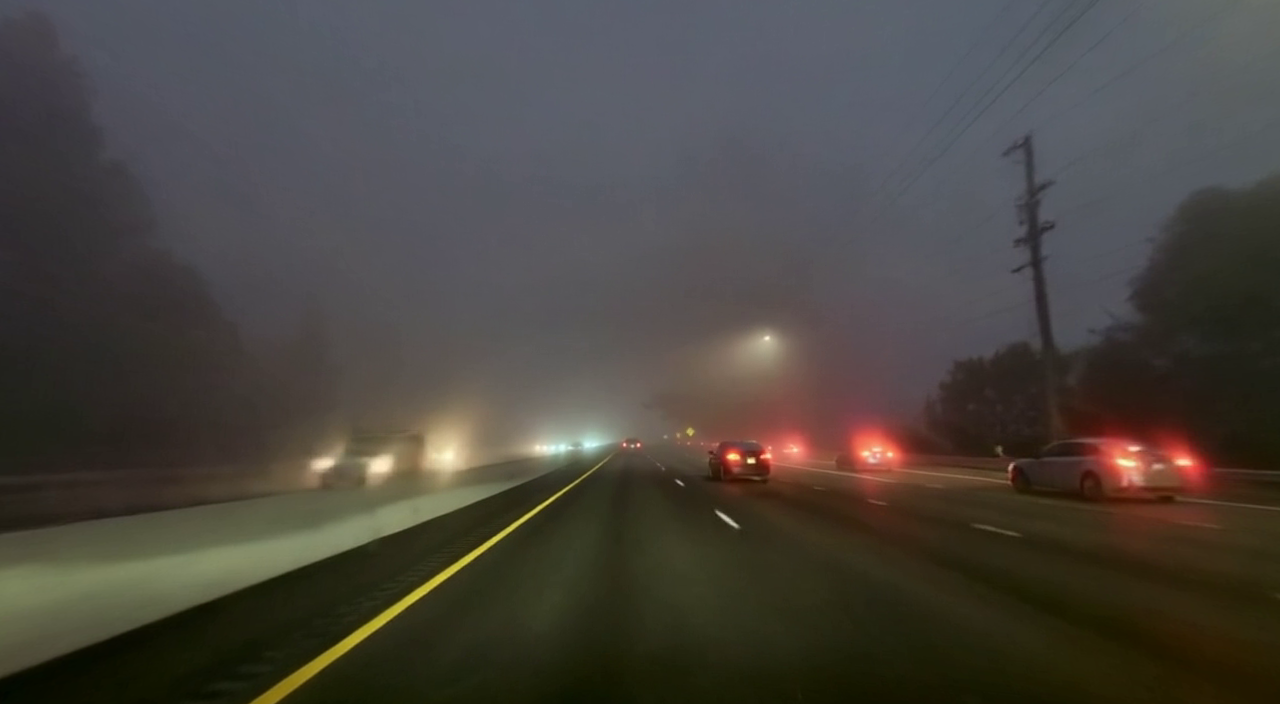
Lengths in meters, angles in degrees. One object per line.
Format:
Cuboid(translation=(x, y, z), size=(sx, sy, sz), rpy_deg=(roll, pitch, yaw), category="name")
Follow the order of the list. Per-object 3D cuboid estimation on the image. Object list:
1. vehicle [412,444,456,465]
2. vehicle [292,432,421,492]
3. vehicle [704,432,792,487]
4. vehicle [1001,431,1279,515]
Cuboid(translation=(-15.550, 7.734, 47.902), size=(1.851, 1.513, 4.241), rpy_deg=(0, -8, 0), category="vehicle")
Cuboid(translation=(-7.878, 3.079, 18.021), size=(1.860, 1.503, 3.883), rpy_deg=(0, -9, 0), category="vehicle")
Cuboid(translation=(3.419, 3.484, 20.774), size=(2.018, 1.600, 4.121), rpy_deg=(0, -9, -2), category="vehicle")
Cuboid(translation=(10.582, 2.577, 14.051), size=(1.987, 1.502, 5.130), rpy_deg=(0, -9, -1), category="vehicle")
